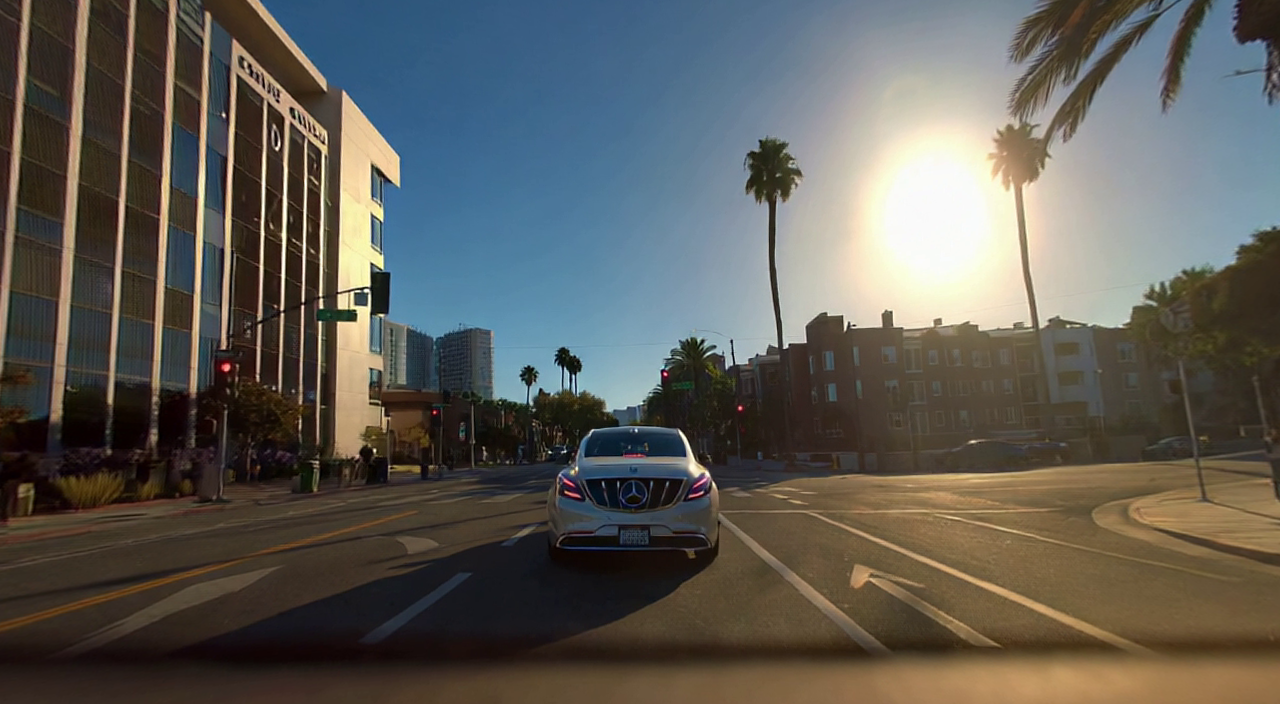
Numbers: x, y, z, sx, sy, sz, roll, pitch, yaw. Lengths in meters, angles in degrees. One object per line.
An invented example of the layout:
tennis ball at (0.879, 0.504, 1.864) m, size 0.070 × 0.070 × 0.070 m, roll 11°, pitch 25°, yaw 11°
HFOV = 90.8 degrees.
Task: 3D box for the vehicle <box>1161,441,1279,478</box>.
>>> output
vehicle at (26.716, 4.868, 28.816) m, size 4.118 × 1.593 × 2.004 m, roll 0°, pitch -8°, yaw -4°

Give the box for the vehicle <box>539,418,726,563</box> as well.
vehicle at (-0.086, 1.871, 9.218) m, size 2.144 × 1.643 × 3.770 m, roll 0°, pitch -8°, yaw 0°

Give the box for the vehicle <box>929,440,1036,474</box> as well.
vehicle at (18.673, 5.735, 34.615) m, size 4.649 × 1.760 × 2.029 m, roll -1°, pitch -8°, yaw 2°
